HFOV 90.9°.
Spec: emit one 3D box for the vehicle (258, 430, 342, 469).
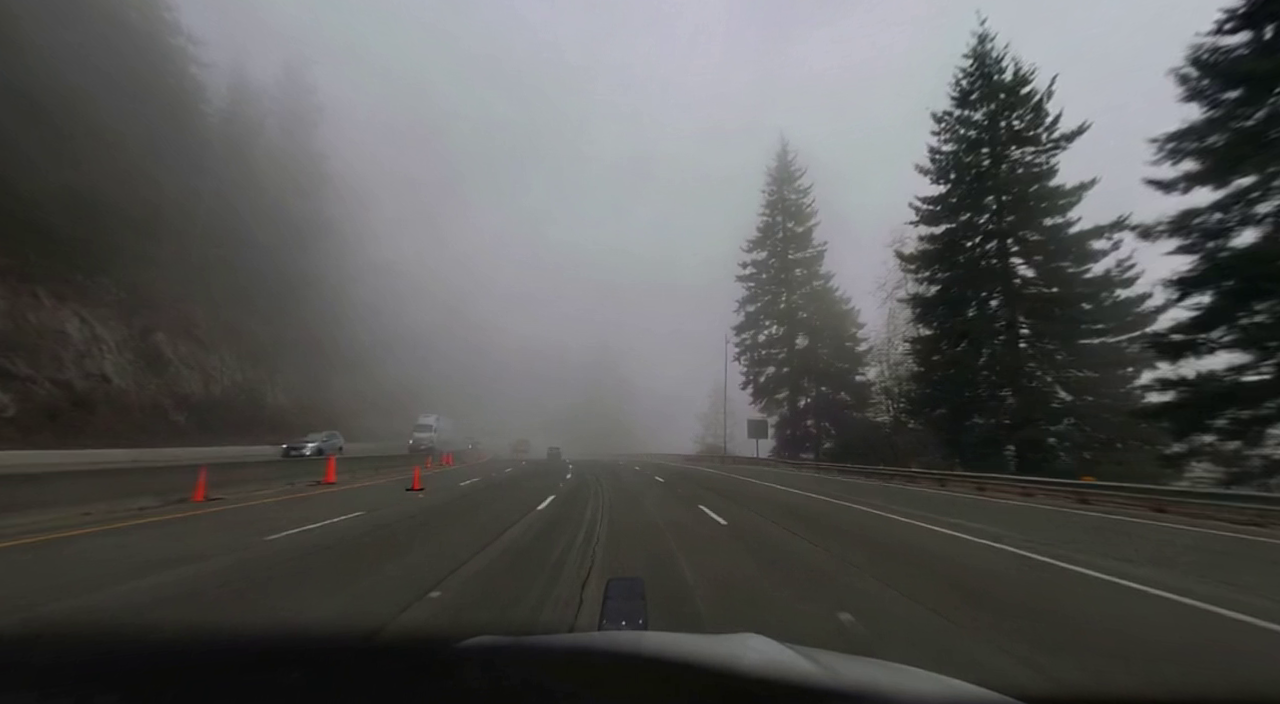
[{"bbox_3d":[-17.921,5.172,33.547,1.991,1.881,4.980,1,-9,-4],"label":"vehicle"}]
